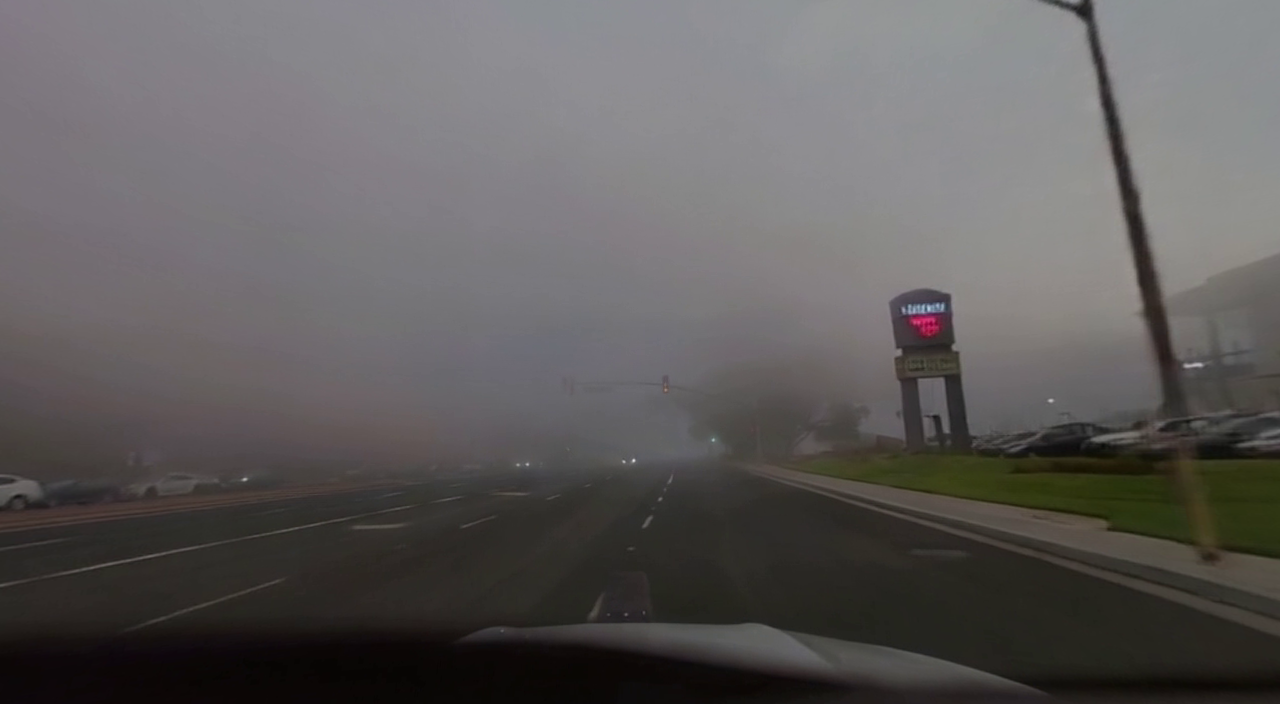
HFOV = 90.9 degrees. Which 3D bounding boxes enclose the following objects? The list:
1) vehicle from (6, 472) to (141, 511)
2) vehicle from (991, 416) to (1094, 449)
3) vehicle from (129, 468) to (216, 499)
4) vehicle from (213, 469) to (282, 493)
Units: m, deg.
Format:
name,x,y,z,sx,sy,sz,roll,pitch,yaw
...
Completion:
name,x,y,z,sx,sy,sz,roll,pitch,yaw
vehicle,-24.656,6.066,27.667,1.827,1.370,4.191,-1,-9,6
vehicle,17.984,3.636,28.303,3.464,1.409,1.598,0,-9,4
vehicle,-30.132,8.451,40.809,1.851,1.682,4.631,-1,-9,4
vehicle,-29.465,9.667,47.488,1.906,1.486,4.617,-1,-9,5
